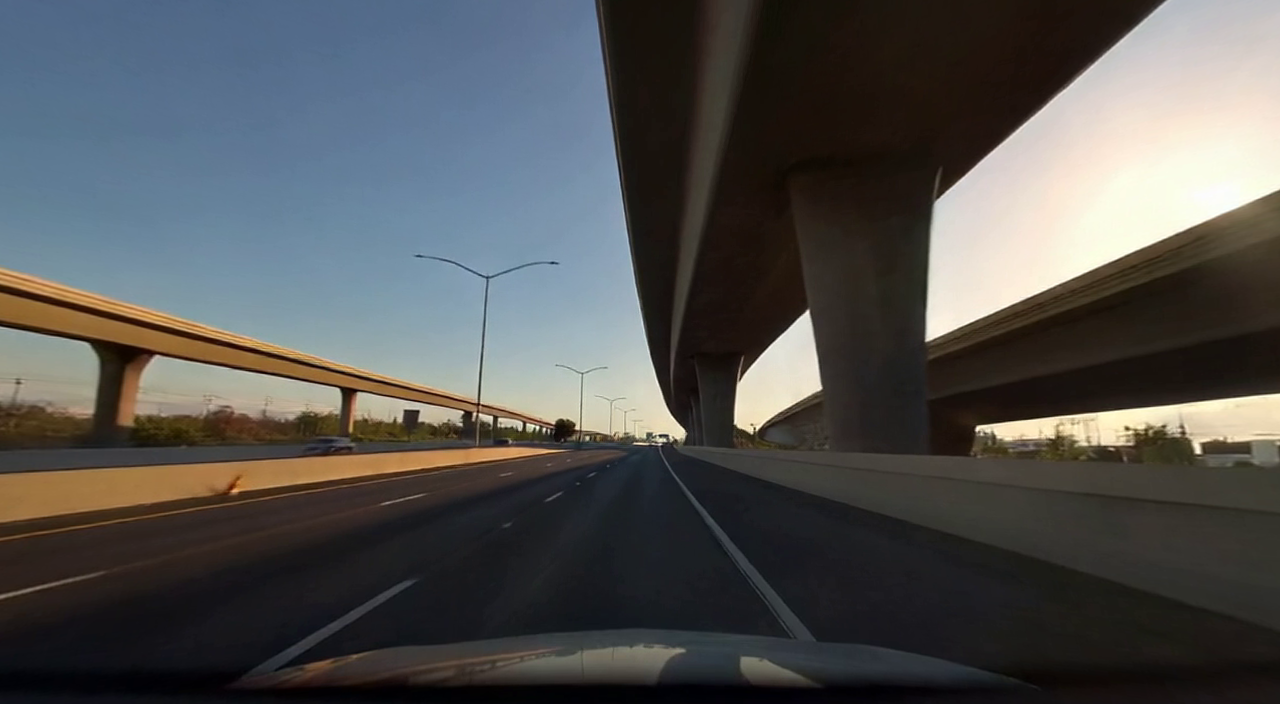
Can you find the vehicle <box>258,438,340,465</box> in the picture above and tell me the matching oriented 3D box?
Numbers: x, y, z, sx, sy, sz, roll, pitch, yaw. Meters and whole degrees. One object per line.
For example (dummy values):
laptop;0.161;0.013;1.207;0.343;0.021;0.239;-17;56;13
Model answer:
vehicle;-19.892;5.832;37.074;2.045;1.465;4.739;-1;-8;2
